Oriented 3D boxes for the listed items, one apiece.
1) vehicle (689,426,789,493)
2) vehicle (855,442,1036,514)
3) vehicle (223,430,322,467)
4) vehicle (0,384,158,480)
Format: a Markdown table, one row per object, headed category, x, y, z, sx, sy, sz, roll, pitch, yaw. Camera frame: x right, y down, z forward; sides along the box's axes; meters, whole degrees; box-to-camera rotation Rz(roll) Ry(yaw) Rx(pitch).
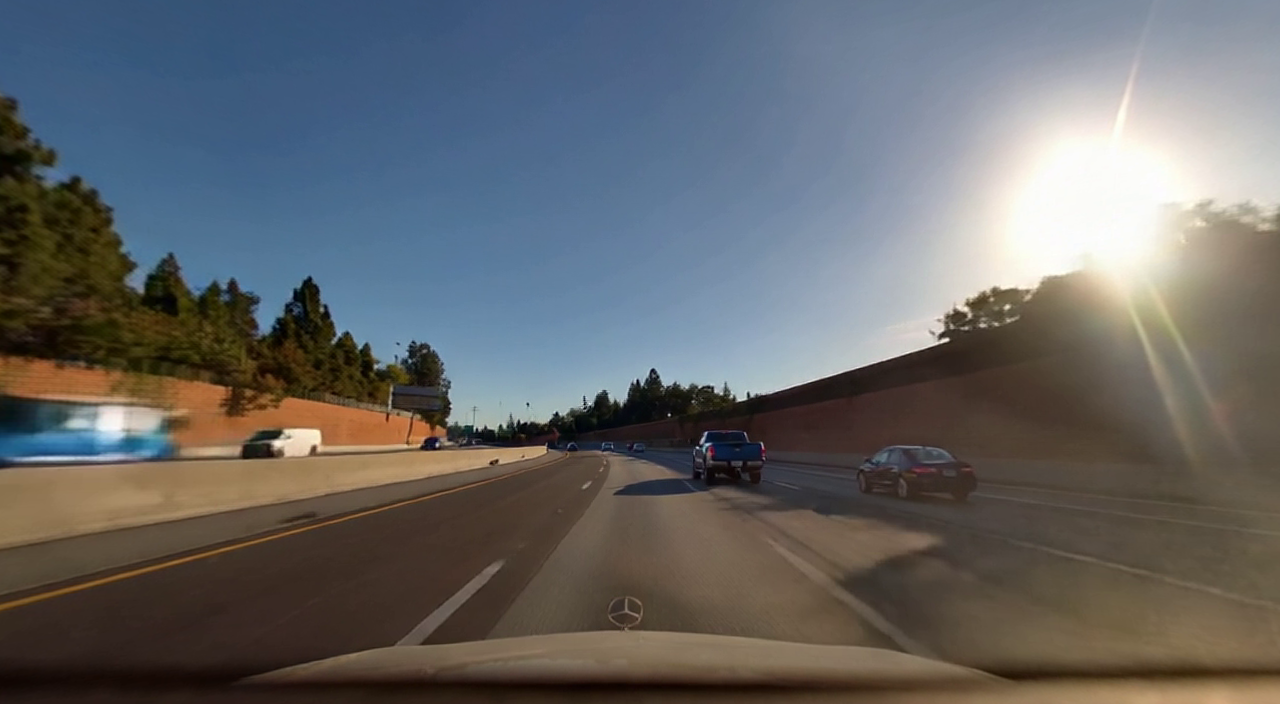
| category | x | y | z | sx | sy | sz | roll | pitch | yaw |
| --- | --- | --- | --- | --- | --- | --- | --- | --- | --- |
| vehicle | 3.157 | 3.599 | 21.513 | 2.374 | 1.952 | 5.431 | 0 | -8 | -2 |
| vehicle | 7.332 | 3.036 | 15.890 | 1.976 | 1.485 | 4.925 | 0 | -8 | -2 |
| vehicle | -17.711 | 4.669 | 30.667 | 2.118 | 1.616 | 4.575 | 0 | -8 | -1 |
| vehicle | -14.171 | 1.805 | 14.010 | 2.324 | 1.948 | 5.784 | 0 | -8 | 0 |
